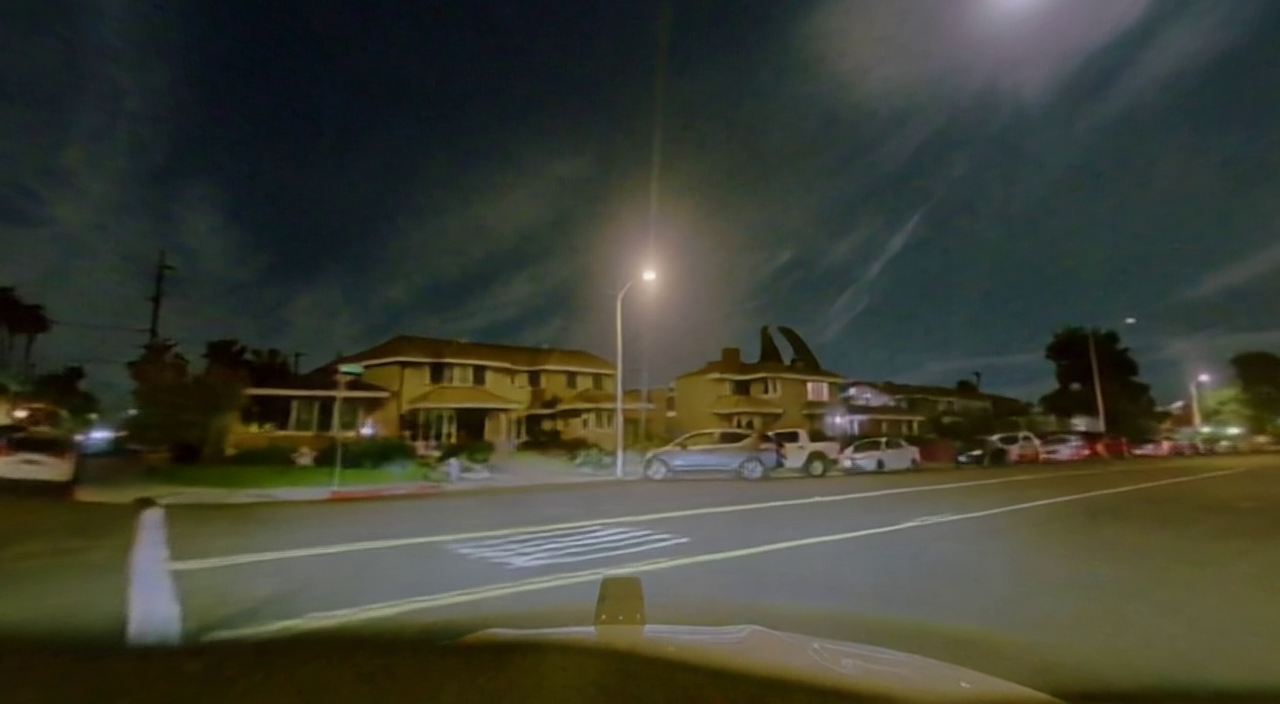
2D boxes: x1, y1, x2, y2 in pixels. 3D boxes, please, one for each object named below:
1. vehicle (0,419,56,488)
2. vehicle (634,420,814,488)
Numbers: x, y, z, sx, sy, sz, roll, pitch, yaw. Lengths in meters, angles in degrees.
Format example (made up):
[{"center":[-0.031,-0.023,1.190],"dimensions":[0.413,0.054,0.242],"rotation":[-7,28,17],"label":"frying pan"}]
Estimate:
[{"center":[-20.725,3.281,20.510],"dimensions":[2.154,2.035,4.261],"rotation":[7,-11,-38],"label":"vehicle"},{"center":[2.401,2.995,18.722],"dimensions":[4.866,1.752,1.998],"rotation":[-6,-11,34],"label":"vehicle"}]
